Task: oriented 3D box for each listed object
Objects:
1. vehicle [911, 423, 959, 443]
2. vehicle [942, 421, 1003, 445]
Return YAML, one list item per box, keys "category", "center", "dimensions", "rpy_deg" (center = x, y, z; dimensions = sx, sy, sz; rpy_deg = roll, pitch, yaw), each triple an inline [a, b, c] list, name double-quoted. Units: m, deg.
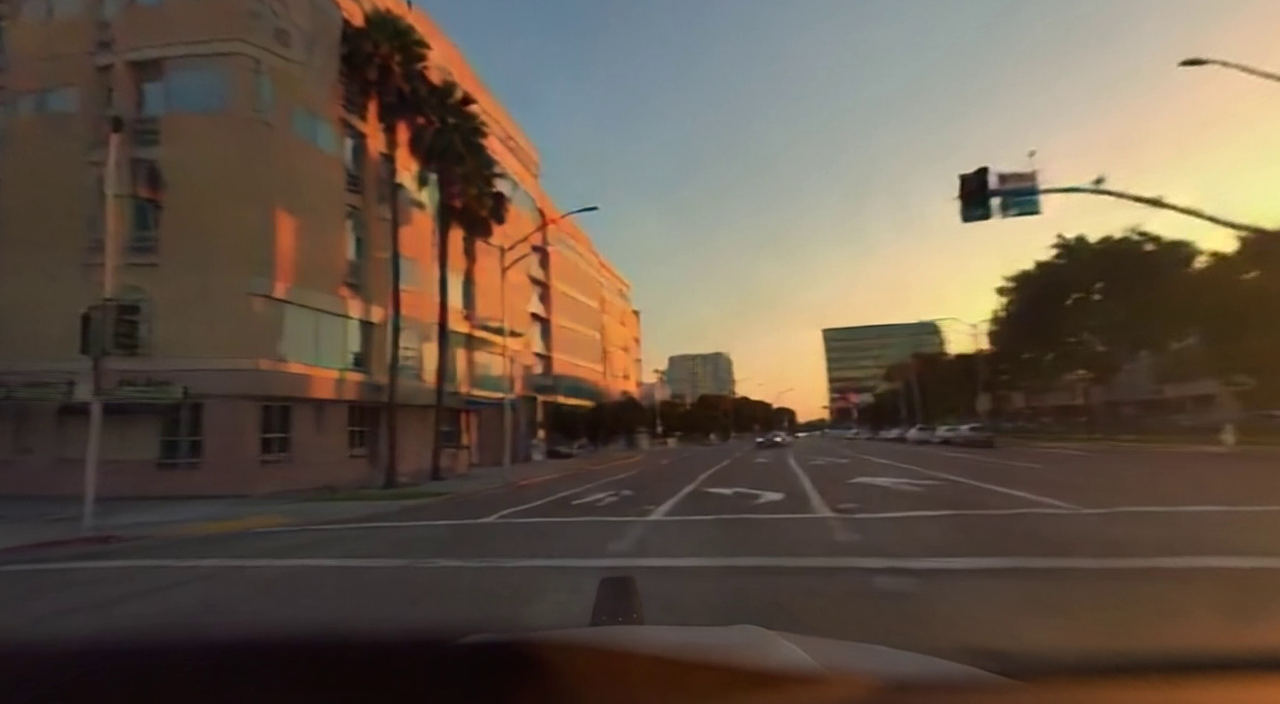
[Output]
- category: "vehicle"
  center: [22.819, 6.311, 49.050]
  dimensions: [1.846, 1.452, 4.549]
  rpy_deg: [-1, -8, 5]
- category: "vehicle"
  center: [21.880, 5.370, 41.790]
  dimensions: [1.870, 1.456, 4.605]
  rpy_deg: [-1, -8, 5]
